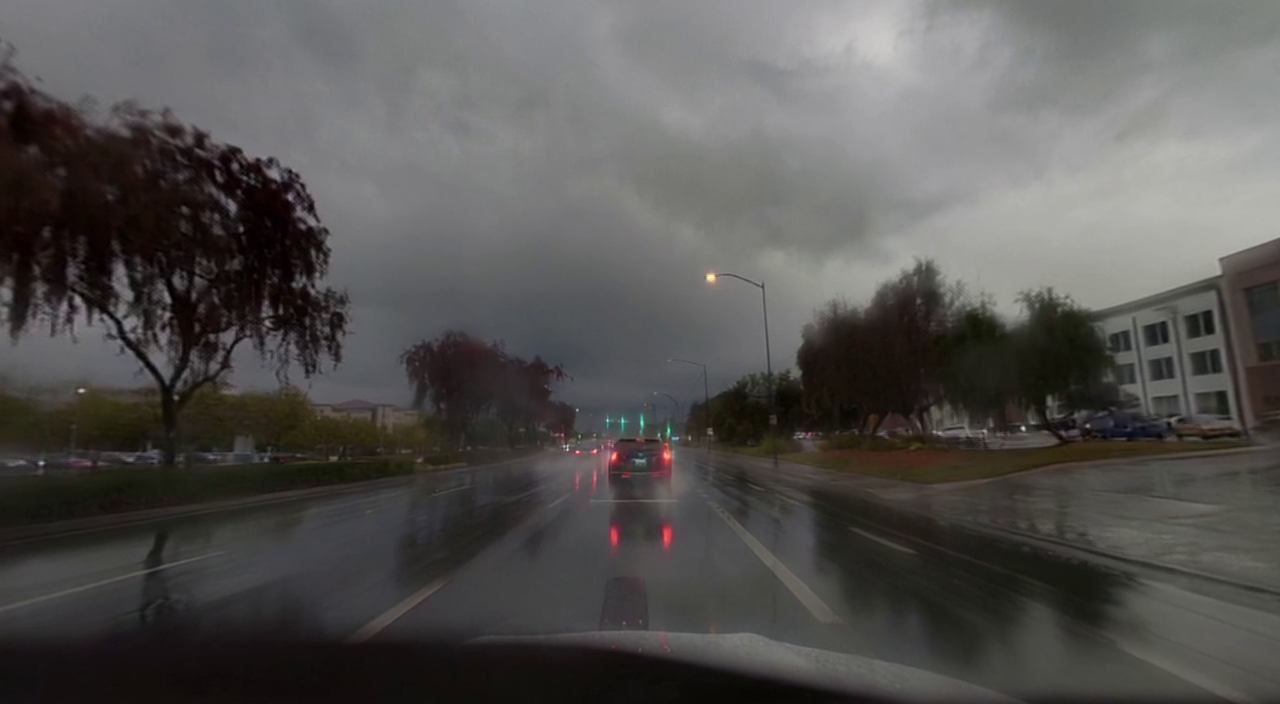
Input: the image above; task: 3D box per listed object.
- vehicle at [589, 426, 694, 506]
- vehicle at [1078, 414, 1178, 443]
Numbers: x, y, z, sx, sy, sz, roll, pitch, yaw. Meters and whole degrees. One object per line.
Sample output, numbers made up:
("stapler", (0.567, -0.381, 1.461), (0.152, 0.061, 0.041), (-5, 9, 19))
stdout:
("vehicle", (0.052, 2.695, 15.305), (2.199, 1.652, 4.101), (0, -8, 1))
("vehicle", (31.923, 5.099, 41.463), (4.903, 1.767, 2.105), (-5, -10, 31))
